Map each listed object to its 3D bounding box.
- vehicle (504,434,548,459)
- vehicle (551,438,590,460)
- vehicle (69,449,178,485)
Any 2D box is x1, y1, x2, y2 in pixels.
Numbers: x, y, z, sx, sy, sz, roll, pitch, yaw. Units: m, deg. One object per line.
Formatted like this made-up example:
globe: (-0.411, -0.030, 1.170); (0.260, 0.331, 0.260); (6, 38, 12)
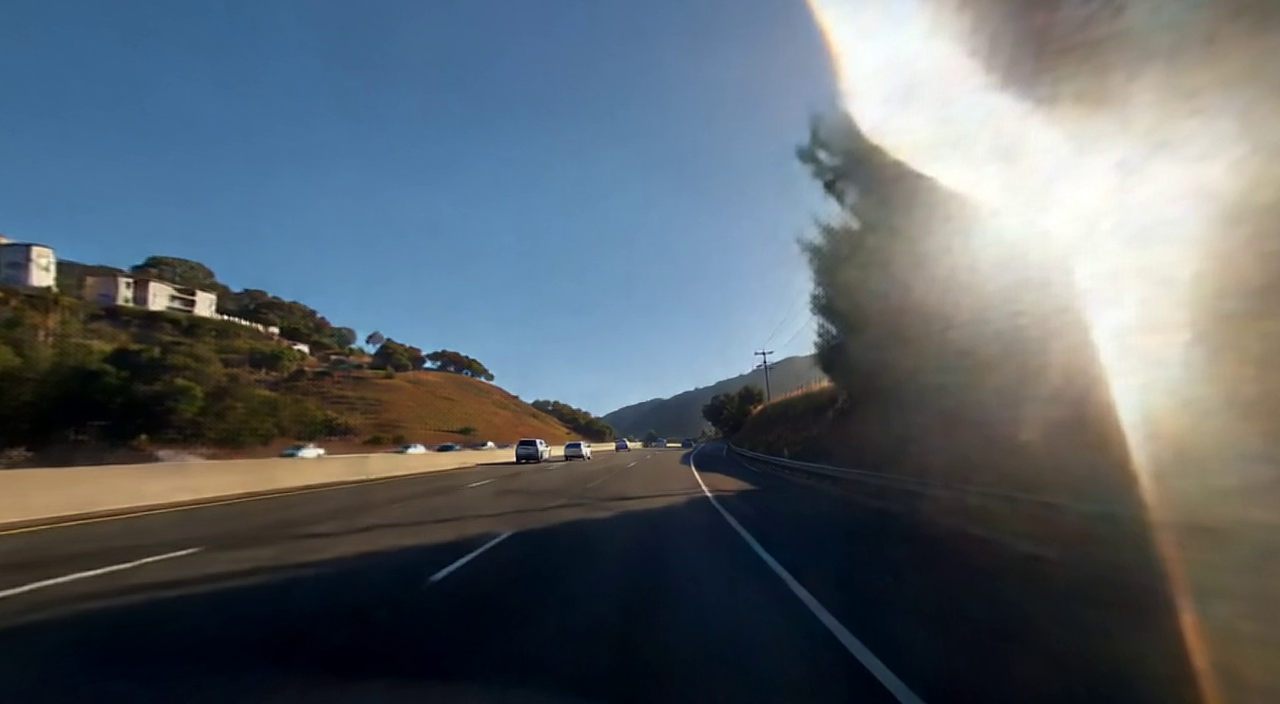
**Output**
vehicle: (-8.544, 7.132, 47.501); (2.063, 1.743, 4.392); (-1, -9, 6)
vehicle: (-5.058, 7.145, 46.370); (2.010, 1.489, 4.456); (-1, -9, 5)
vehicle: (-21.540, 4.780, 26.351); (1.573, 1.361, 3.355); (0, -8, 4)
